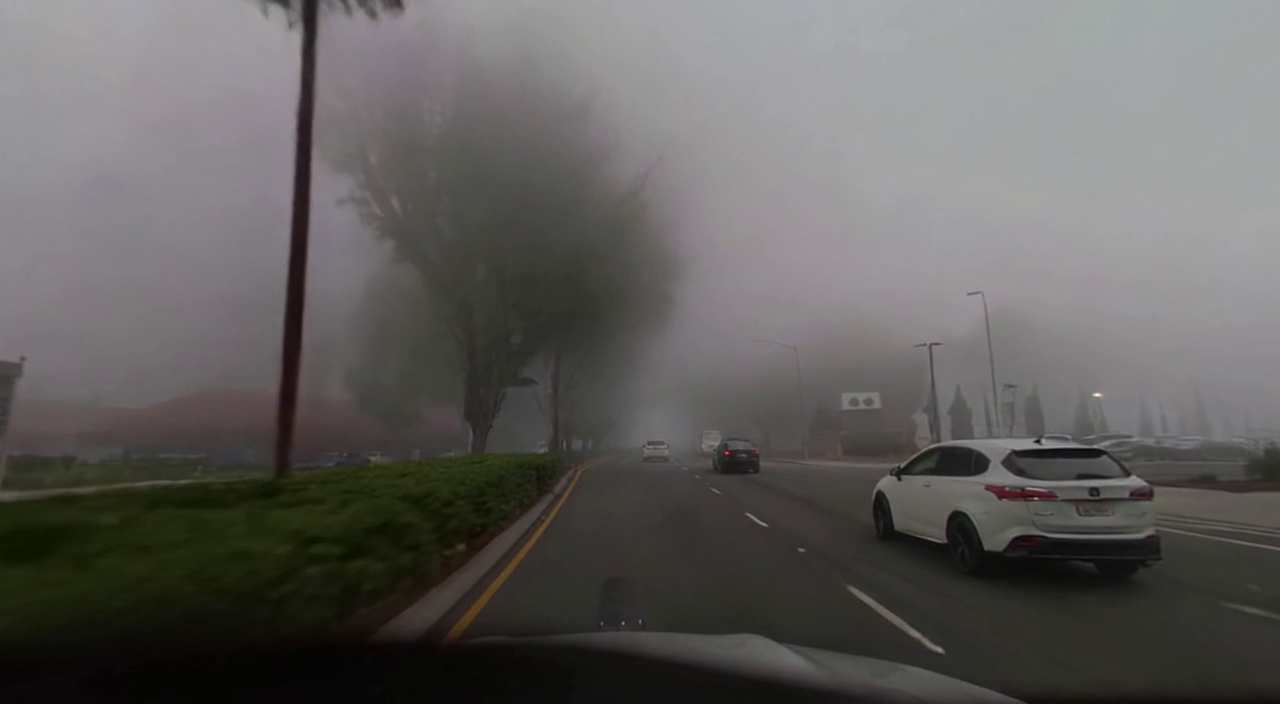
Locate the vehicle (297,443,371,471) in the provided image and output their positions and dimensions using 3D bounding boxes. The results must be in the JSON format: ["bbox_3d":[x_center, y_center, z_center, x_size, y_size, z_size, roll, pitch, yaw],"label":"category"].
[{"bbox_3d":[-18.456,6.339,38.117,1.947,1.580,4.857,0,-9,1],"label":"vehicle"}]

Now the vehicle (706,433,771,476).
[{"bbox_3d":[4.175,4.441,27.329,2.115,1.692,4.189,0,-8,0],"label":"vehicle"}]

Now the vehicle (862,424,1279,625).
[{"bbox_3d":[4.215,1.609,6.940,1.908,1.463,4.506,0,-8,1],"label":"vehicle"}]

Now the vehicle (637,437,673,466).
[{"bbox_3d":[0.910,6.036,38.279,2.098,1.682,3.778,0,-8,1],"label":"vehicle"}]
